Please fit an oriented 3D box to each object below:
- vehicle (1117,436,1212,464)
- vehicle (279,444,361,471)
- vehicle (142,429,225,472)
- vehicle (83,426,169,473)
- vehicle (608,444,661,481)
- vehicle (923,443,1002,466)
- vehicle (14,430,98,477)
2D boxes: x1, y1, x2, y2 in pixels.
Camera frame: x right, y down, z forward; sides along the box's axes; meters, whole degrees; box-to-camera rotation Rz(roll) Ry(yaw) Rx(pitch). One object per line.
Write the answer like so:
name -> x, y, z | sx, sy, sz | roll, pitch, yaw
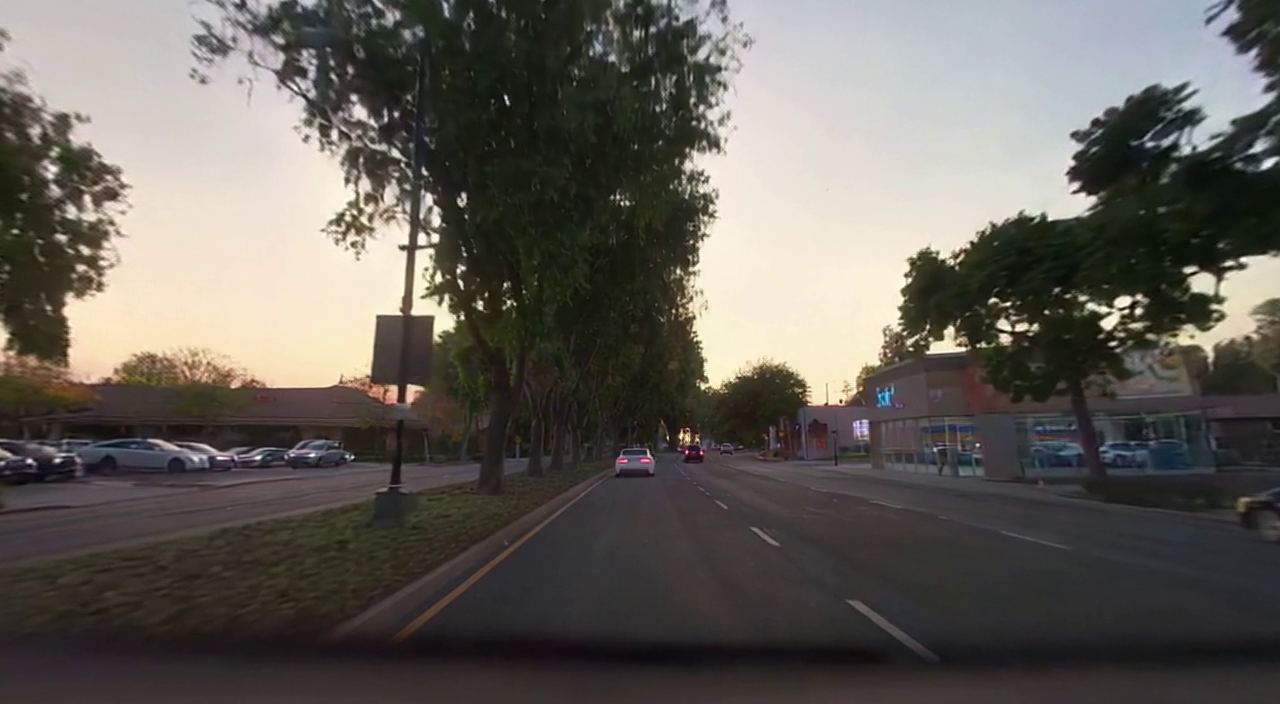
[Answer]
vehicle -> 34.668, 6.517, 41.861 | 4.366, 1.723, 1.944 | -1, -10, 4
vehicle -> -24.042, 7.898, 47.582 | 5.104, 1.947, 2.106 | 6, -10, -35
vehicle -> -30.242, 6.590, 41.817 | 5.689, 2.583, 2.285 | -7, -12, 32
vehicle -> -31.986, 6.129, 39.268 | 5.926, 2.638, 2.413 | -8, -12, 35
vehicle -> -0.195, 4.687, 27.060 | 2.095, 1.456, 3.873 | 0, -8, 1
vehicle -> 21.461, 6.819, 42.206 | 4.197, 1.505, 1.915 | 0, -8, 1
vehicle -> -34.534, 5.938, 37.293 | 6.029, 2.538, 2.343 | -6, -10, 37
